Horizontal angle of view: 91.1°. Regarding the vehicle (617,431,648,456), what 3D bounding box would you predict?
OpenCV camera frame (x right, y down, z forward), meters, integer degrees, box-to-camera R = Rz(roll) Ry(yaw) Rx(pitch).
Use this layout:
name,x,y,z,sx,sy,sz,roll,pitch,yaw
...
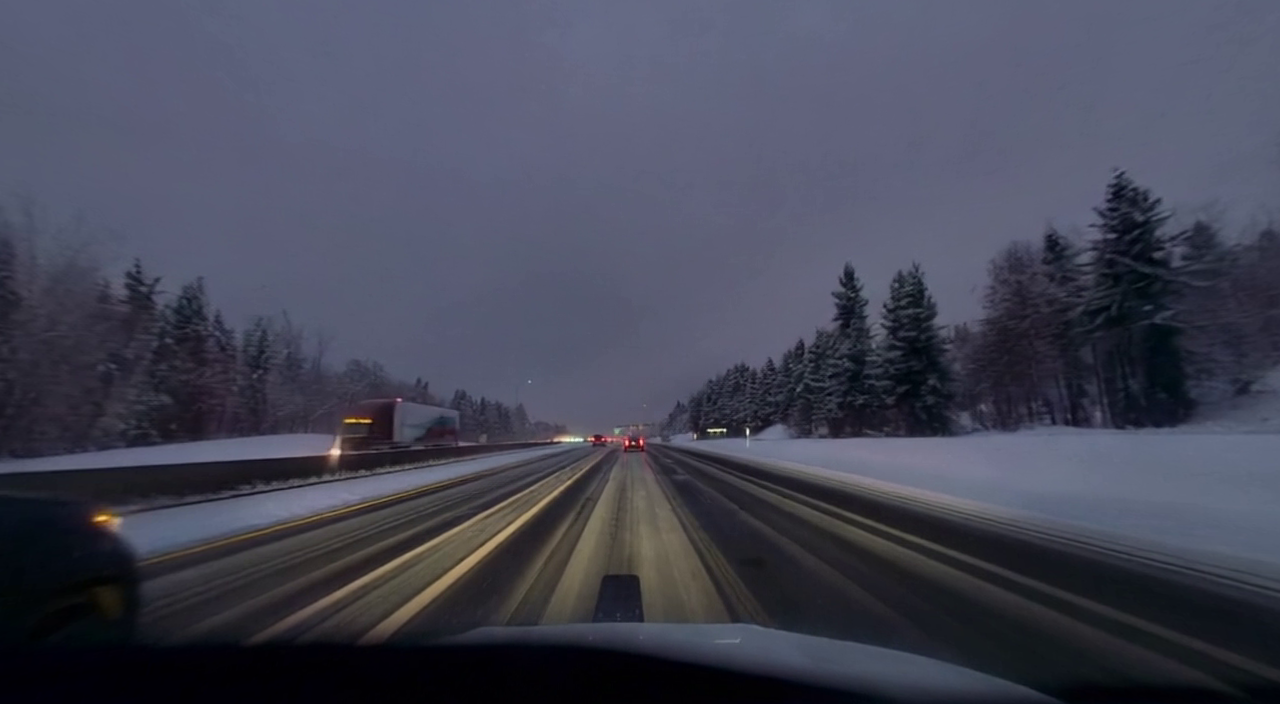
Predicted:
name,x,y,z,sx,sy,sz,roll,pitch,yaw
vehicle,-0.560,6.129,42.410,1.984,1.586,3.866,0,-8,-2

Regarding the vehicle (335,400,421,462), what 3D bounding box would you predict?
name,x,y,z,sx,sy,sz,roll,pitch,yaw
vehicle,-17.148,5.248,41.678,2.989,3.797,6.153,0,-8,-1
